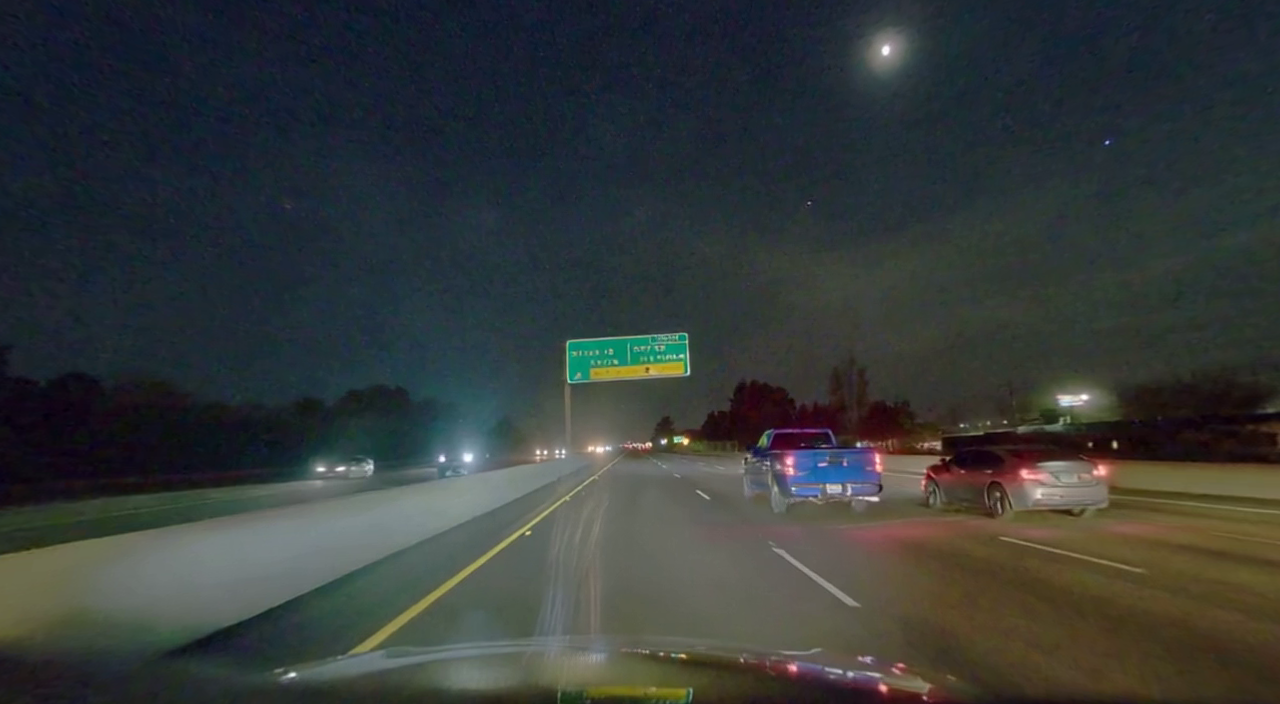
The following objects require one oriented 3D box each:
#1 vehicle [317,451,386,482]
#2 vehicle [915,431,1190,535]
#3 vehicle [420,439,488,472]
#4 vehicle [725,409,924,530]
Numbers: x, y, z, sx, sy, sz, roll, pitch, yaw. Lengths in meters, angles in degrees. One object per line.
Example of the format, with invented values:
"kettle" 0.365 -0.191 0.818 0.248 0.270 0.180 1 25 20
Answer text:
"vehicle" -14.872 5.888 32.818 1.792 1.457 4.001 1 -8 -1
"vehicle" 6.765 2.170 11.065 2.009 1.456 4.097 0 -8 -1
"vehicle" -10.673 5.982 36.702 2.215 1.741 5.533 0 -9 1
"vehicle" 3.145 2.149 12.132 2.258 1.824 4.908 0 -9 -1
